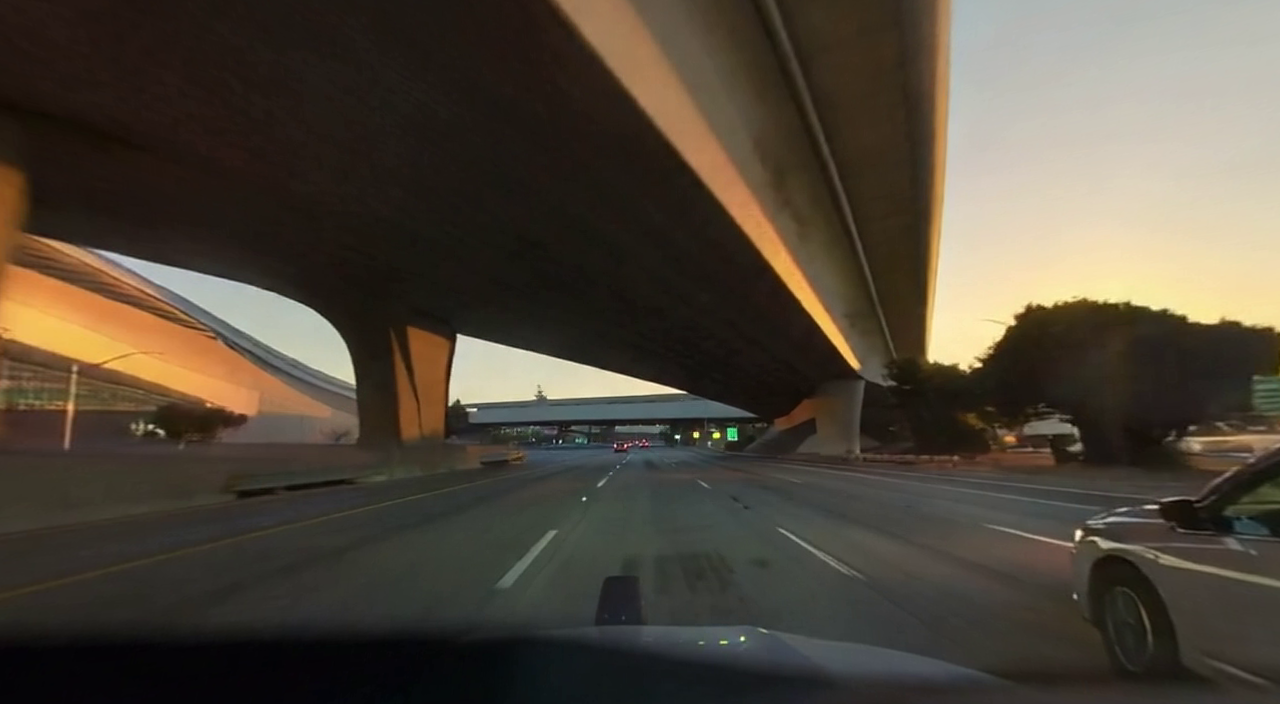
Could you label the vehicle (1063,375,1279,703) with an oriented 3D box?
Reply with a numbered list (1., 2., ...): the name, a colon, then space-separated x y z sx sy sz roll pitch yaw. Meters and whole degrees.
1. vehicle: 3.788 0.709 1.508 2.071 1.560 4.983 0 -8 0
